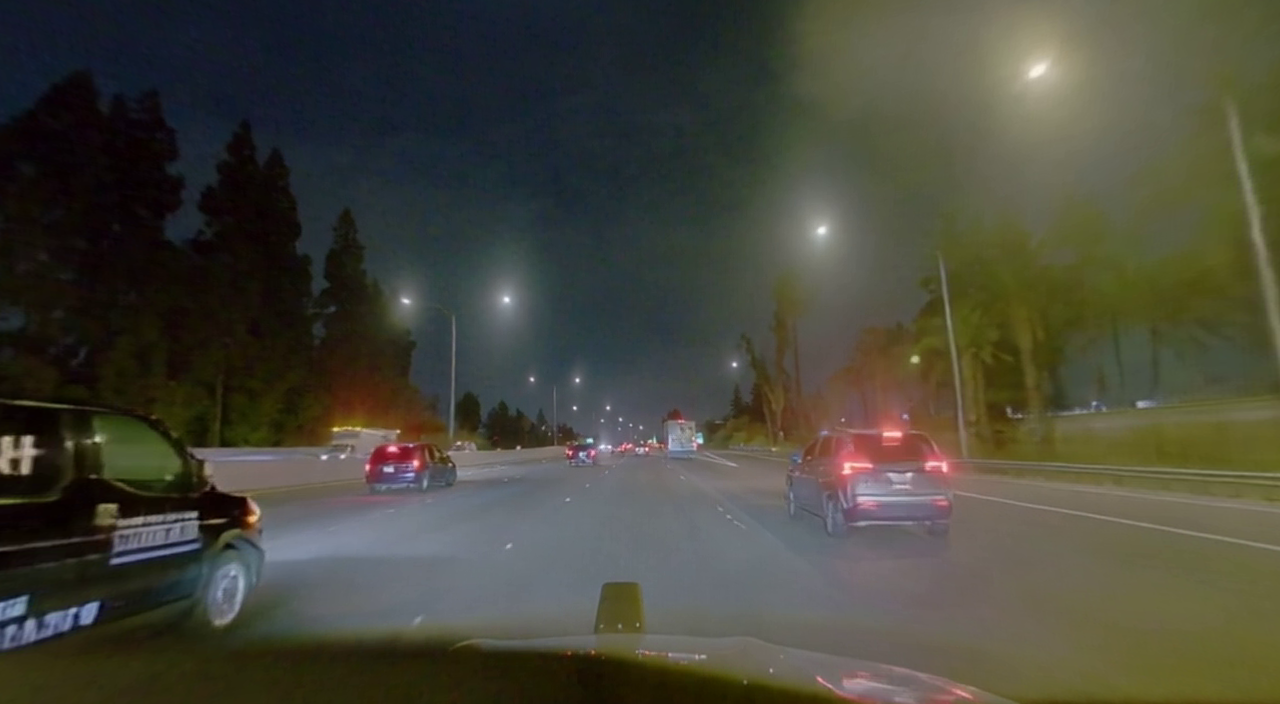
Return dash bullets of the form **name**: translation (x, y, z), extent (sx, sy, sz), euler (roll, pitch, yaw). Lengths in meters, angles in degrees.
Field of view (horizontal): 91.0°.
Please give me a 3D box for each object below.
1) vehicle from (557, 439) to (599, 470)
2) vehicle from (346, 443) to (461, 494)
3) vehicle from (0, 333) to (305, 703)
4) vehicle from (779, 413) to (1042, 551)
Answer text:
- **vehicle**: translation (-3.558, 5.961, 36.786), extent (2.017, 1.683, 4.094), euler (0, -9, 0)
- **vehicle**: translation (-7.587, 3.765, 20.737), extent (2.050, 1.487, 4.372), euler (0, -9, 1)
- **vehicle**: translation (-4.082, 0.832, 2.809), extent (2.215, 1.859, 5.375), euler (0, -9, 0)
- **vehicle**: translation (3.800, 1.927, 9.981), extent (2.124, 1.674, 4.494), euler (0, -9, 0)
